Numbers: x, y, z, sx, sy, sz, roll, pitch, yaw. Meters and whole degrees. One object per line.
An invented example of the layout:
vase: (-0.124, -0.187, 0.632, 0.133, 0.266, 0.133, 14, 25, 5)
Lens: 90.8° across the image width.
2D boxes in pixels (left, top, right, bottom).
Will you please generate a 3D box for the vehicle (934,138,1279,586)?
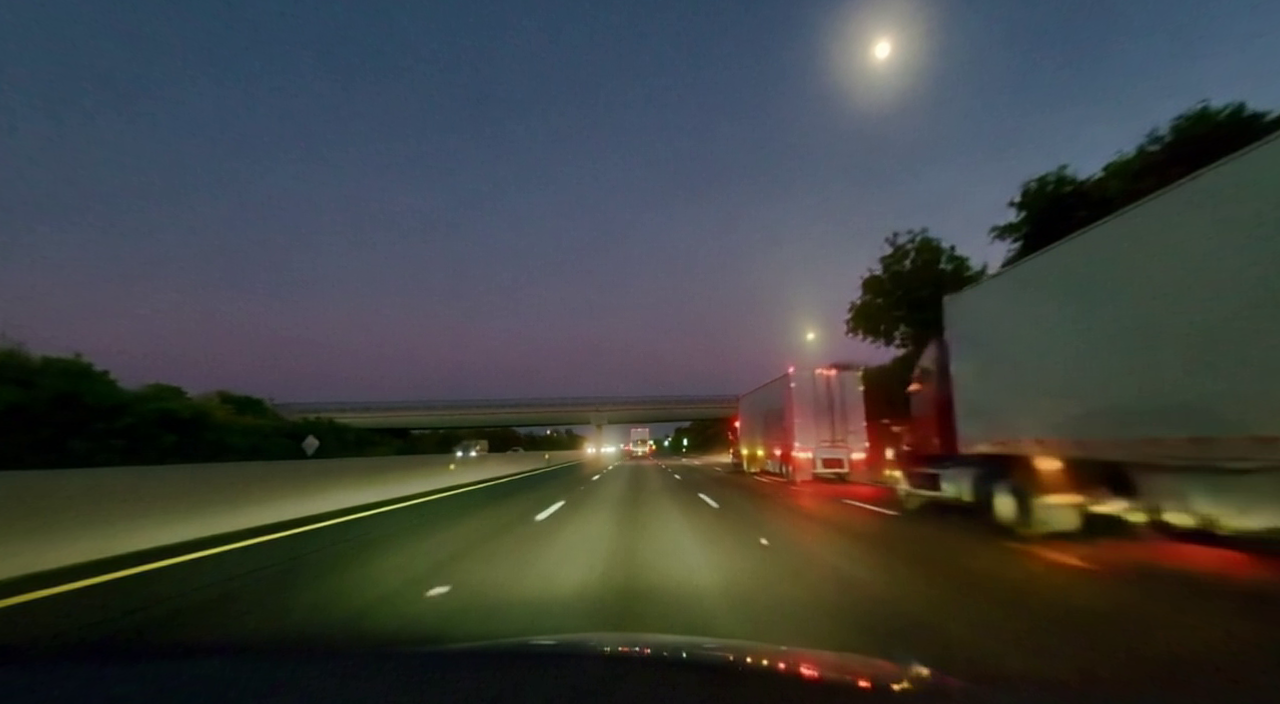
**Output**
vehicle: (7.341, 0.000, 5.230, 2.906, 4.070, 14.134, 0, -9, 0)

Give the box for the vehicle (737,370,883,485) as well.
vehicle: (7.220, 3.841, 30.111, 2.937, 4.105, 14.800, 0, -9, 0)
